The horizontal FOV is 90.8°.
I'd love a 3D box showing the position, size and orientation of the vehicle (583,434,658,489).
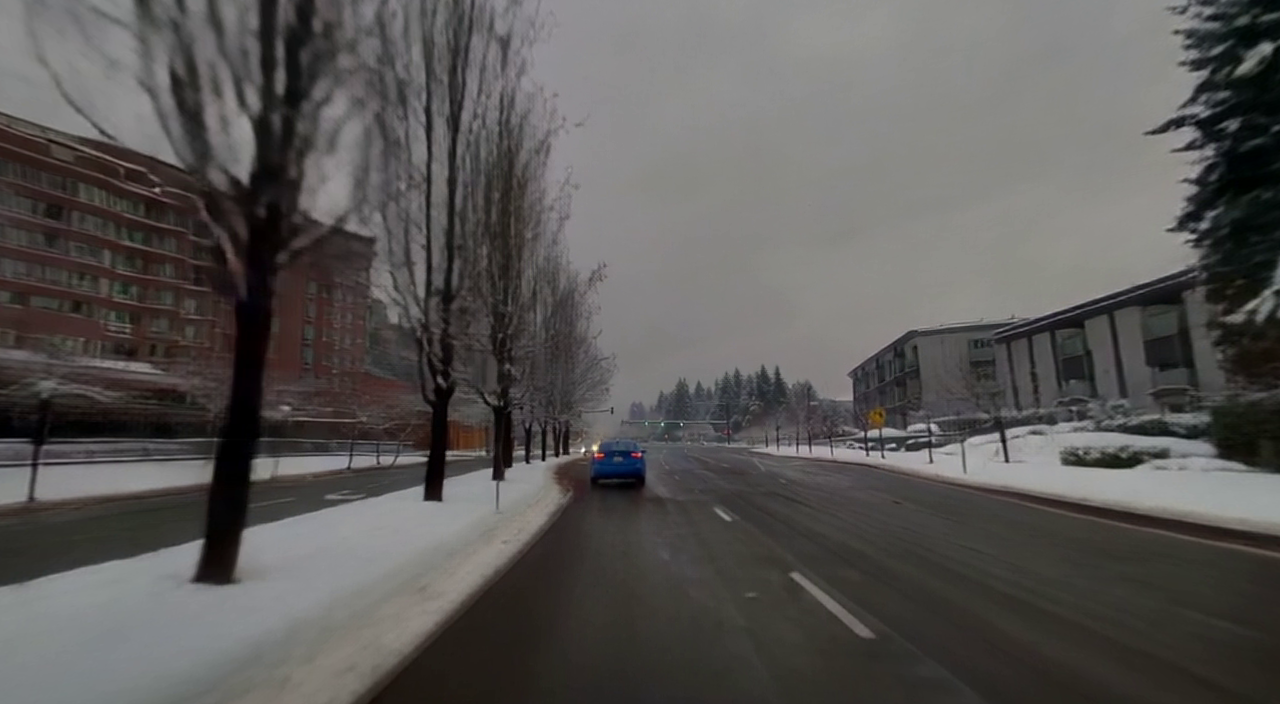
[{"bbox_3d":[-0.677,3.347,19.718,2.042,1.479,4.601,0,-8,-4],"label":"vehicle"}]
